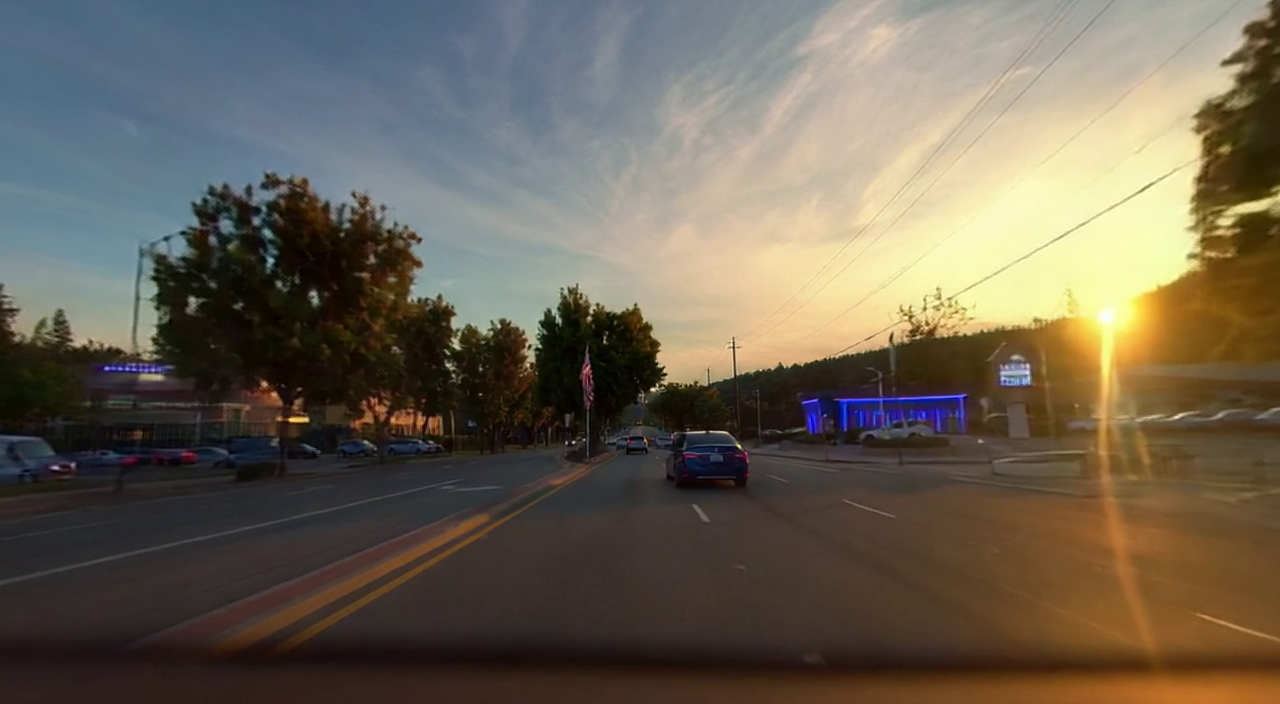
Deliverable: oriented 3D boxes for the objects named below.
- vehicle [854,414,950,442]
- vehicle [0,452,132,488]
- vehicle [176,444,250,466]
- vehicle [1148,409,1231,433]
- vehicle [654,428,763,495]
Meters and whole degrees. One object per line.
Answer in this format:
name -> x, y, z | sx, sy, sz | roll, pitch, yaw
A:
vehicle -> 19.563, 5.726, 47.200 | 6.173, 1.962, 2.208 | 0, -9, 0
vehicle -> -23.497, 4.793, 25.672 | 4.077, 1.342, 1.813 | -1, -8, 4
vehicle -> -33.572, 8.068, 49.638 | 4.214, 1.609, 2.092 | 0, -8, -2
vehicle -> 34.135, 4.350, 39.324 | 1.882, 1.392, 4.562 | -2, -8, 12
vehicle -> 1.610, 2.816, 16.612 | 2.091, 1.472, 4.697 | 0, -8, -3
